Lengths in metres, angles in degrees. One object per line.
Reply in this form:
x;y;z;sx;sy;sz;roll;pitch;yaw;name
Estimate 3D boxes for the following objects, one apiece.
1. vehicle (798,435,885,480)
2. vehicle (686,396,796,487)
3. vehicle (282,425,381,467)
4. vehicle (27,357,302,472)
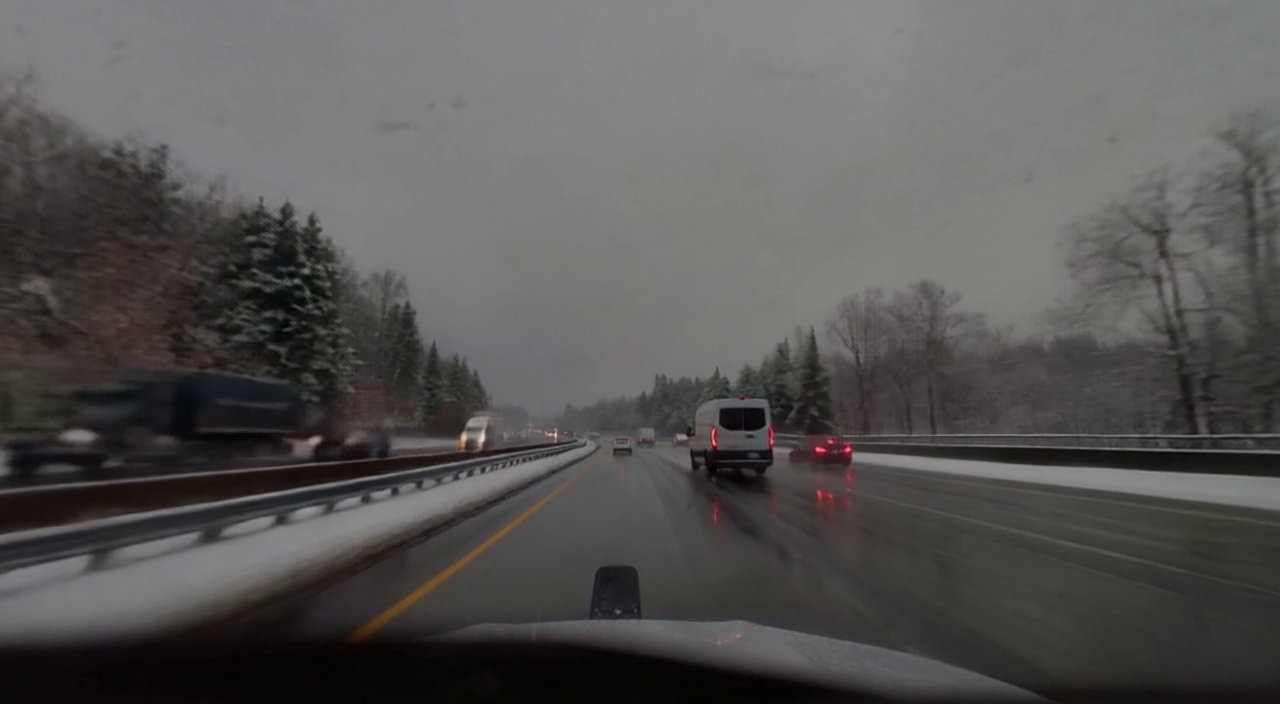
7.290;3.817;23.205;1.821;1.468;3.805;0;-8;-2;vehicle
2.997;2.854;20.285;2.436;2.521;5.409;0;-8;-2;vehicle
-11.429;3.498;23.641;1.792;1.443;3.754;0;-8;0;vehicle
-17.139;2.542;24.141;2.966;3.511;9.629;0;-8;0;vehicle
